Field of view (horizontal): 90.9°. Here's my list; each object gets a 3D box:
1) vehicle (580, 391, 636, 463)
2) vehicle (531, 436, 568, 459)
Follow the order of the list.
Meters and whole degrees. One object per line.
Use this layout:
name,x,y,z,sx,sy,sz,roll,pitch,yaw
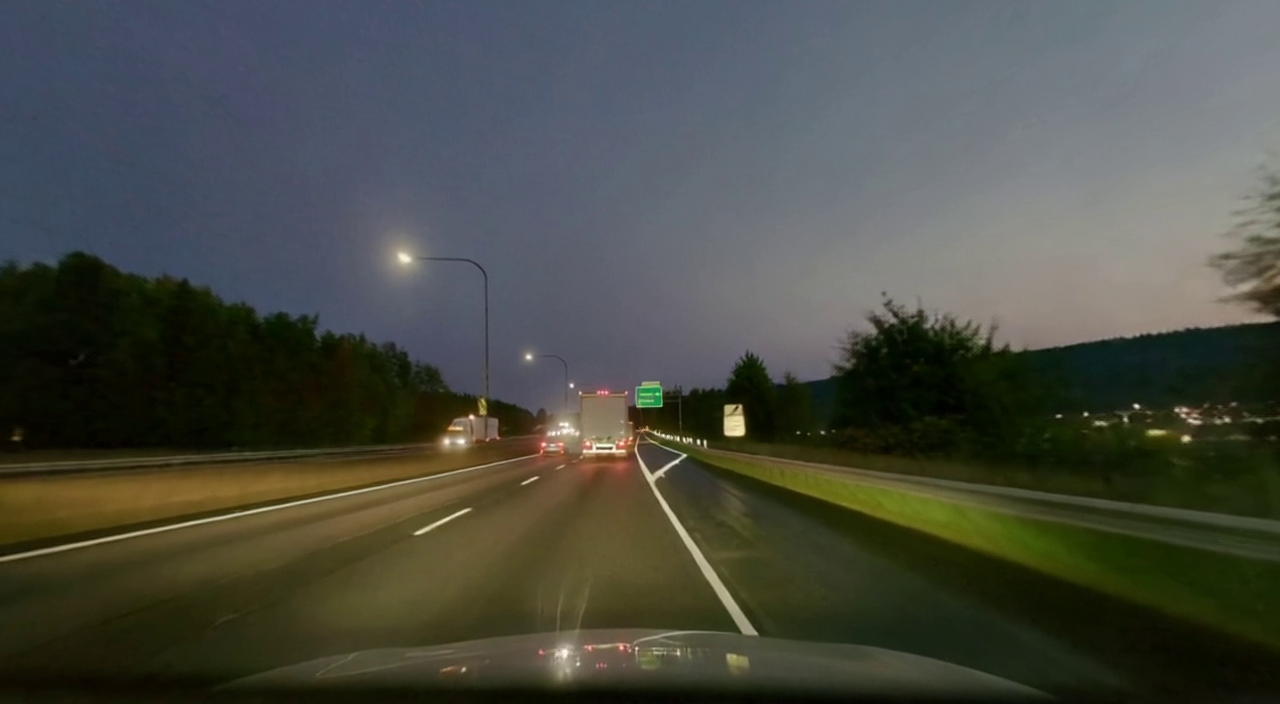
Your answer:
vehicle,-1.790,4.484,37.129,2.855,3.741,8.587,0,-8,-2
vehicle,-6.019,6.422,42.469,1.931,1.479,4.083,0,-8,-1
